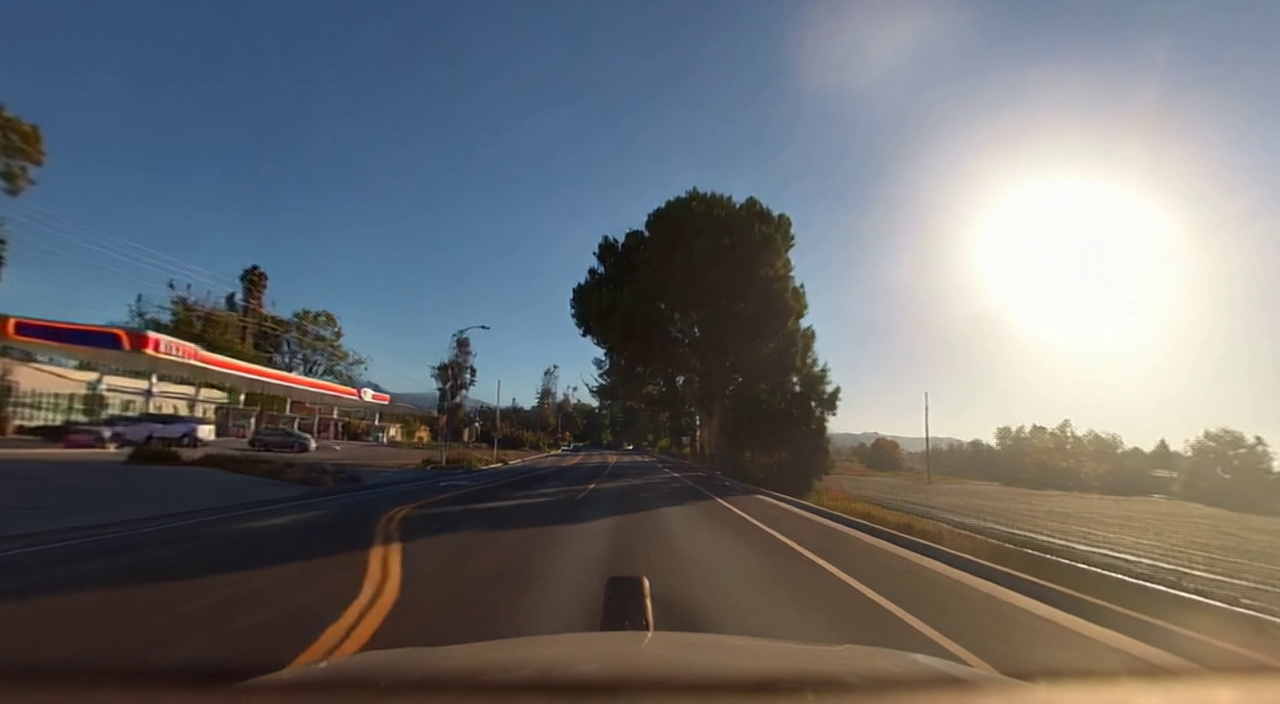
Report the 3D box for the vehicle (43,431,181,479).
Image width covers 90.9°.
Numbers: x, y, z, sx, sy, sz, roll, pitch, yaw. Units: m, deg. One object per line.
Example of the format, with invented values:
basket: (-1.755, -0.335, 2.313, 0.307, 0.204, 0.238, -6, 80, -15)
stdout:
vehicle: (-18.302, 3.580, 22.147, 1.885, 1.490, 4.474, 2, -9, -15)
